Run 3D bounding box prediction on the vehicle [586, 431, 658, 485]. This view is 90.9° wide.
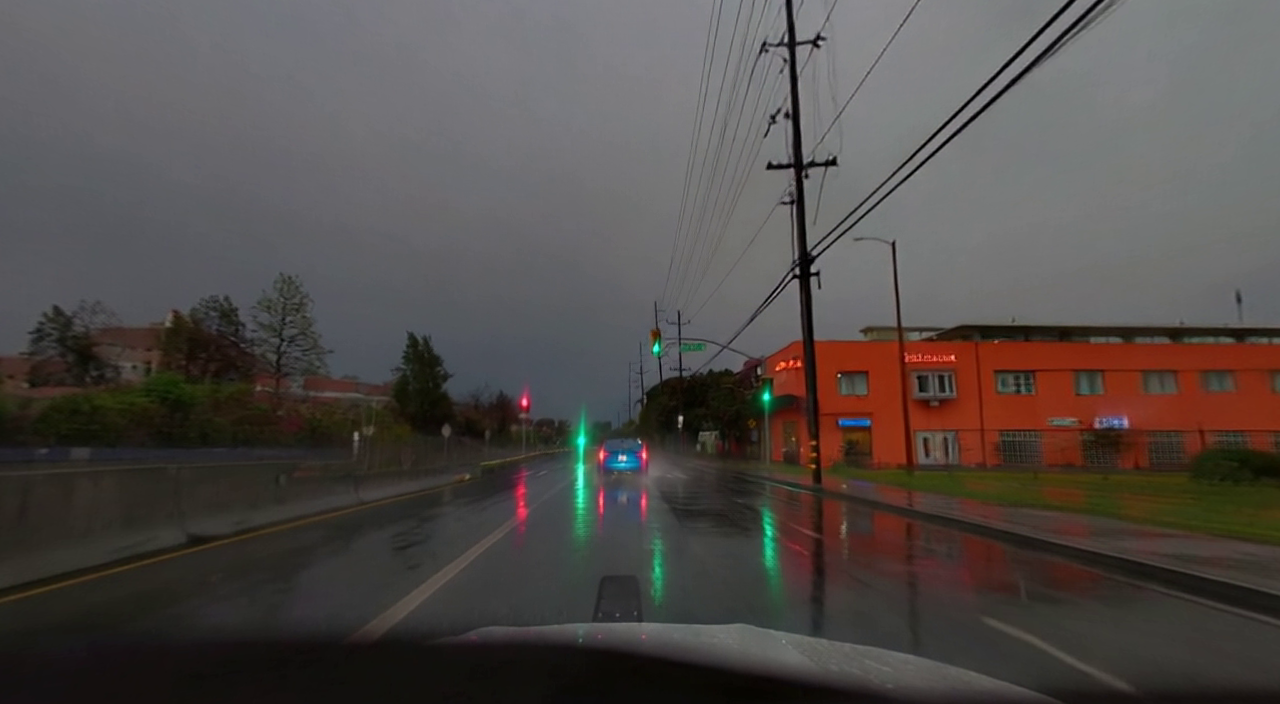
[{"bbox_3d":[-0.568,3.390,20.500,2.123,1.566,3.662,0,-8,-1],"label":"vehicle"}]
